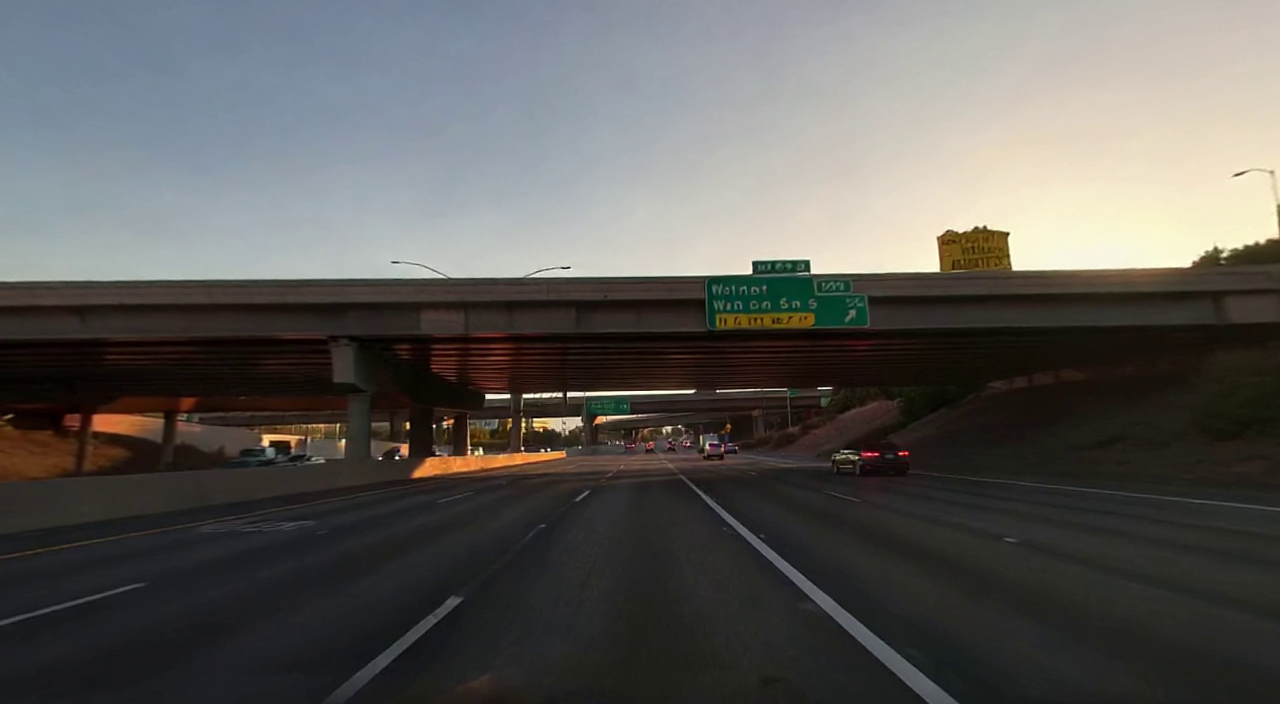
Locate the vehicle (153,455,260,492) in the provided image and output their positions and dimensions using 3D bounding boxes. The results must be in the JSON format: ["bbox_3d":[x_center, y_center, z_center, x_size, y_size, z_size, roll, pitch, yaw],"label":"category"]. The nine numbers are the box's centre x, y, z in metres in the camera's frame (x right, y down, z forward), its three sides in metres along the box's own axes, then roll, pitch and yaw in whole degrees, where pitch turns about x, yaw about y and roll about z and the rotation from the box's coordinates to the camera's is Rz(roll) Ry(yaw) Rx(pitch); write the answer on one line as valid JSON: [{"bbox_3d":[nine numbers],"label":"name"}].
[{"bbox_3d":[-20.149,5.638,29.606,1.859,1.483,4.391,-1,-8,1],"label":"vehicle"}]

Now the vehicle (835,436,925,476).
[{"bbox_3d":[10.085,4.407,26.943,2.000,1.514,4.585,0,-8,-1],"label":"vehicle"}]
